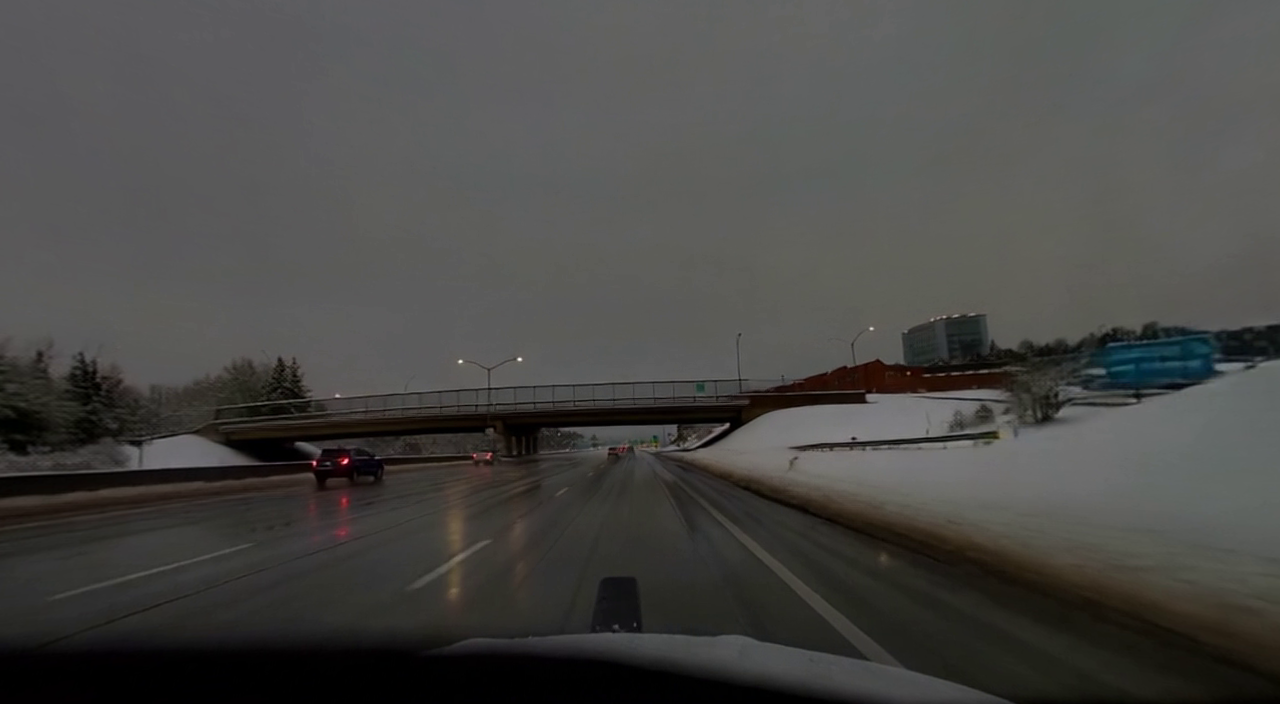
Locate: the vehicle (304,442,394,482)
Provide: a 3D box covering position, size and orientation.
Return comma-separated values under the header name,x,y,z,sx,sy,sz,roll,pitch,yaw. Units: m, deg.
name,x,y,z,sx,sy,sz,roll,pitch,yaw
vehicle,-14.462,5.481,31.849,2.049,1.792,5.177,0,-9,0
